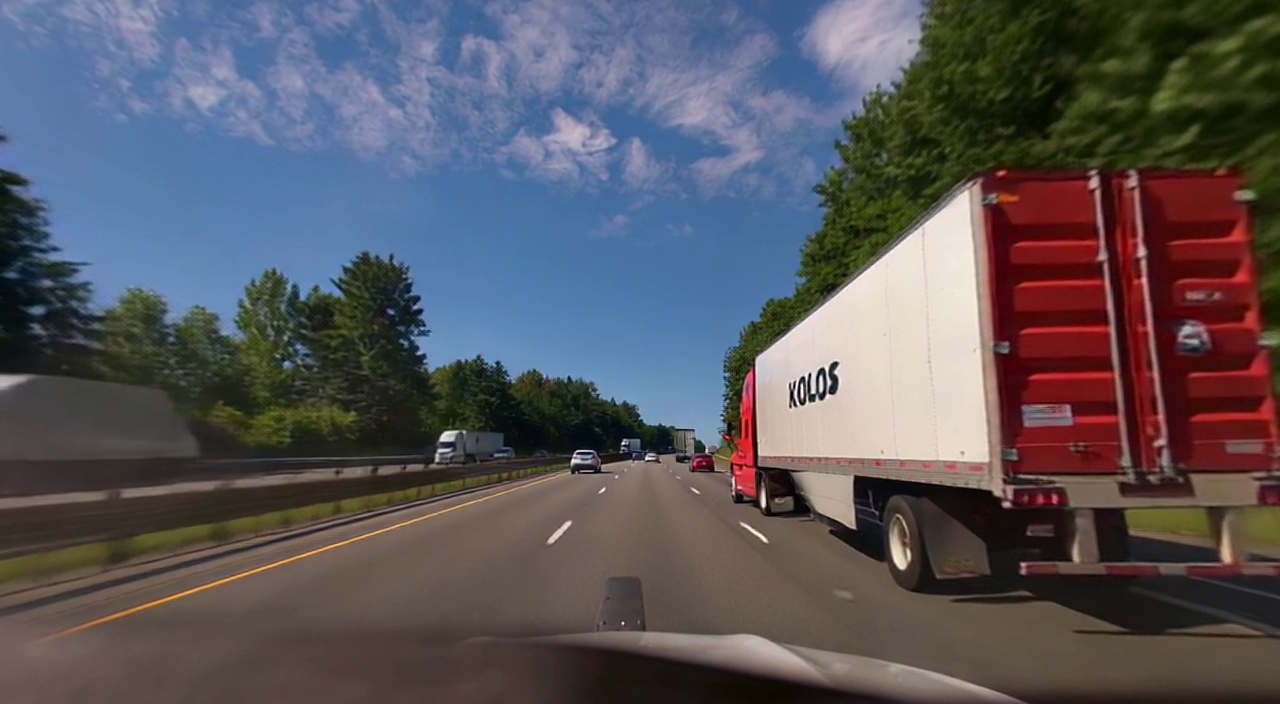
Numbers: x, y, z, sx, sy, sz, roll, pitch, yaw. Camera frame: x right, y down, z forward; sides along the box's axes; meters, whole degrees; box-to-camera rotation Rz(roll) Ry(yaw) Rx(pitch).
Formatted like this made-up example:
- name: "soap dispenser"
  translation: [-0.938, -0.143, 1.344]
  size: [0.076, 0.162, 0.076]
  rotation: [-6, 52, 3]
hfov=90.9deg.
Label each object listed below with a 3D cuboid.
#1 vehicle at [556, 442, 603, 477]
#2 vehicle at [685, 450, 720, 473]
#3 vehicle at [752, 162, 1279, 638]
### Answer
- name: "vehicle"
  translation: [-3.078, 5.565, 32.786]
  size: [2.017, 1.683, 4.309]
  rotation: [0, -9, 0]
- name: "vehicle"
  translation: [4.570, 8.045, 46.466]
  size: [2.176, 1.598, 3.878]
  rotation: [0, -9, 0]
- name: "vehicle"
  translation: [4.335, 1.159, 10.787]
  size: [2.914, 3.998, 11.103]
  rotation: [0, -9, 1]
